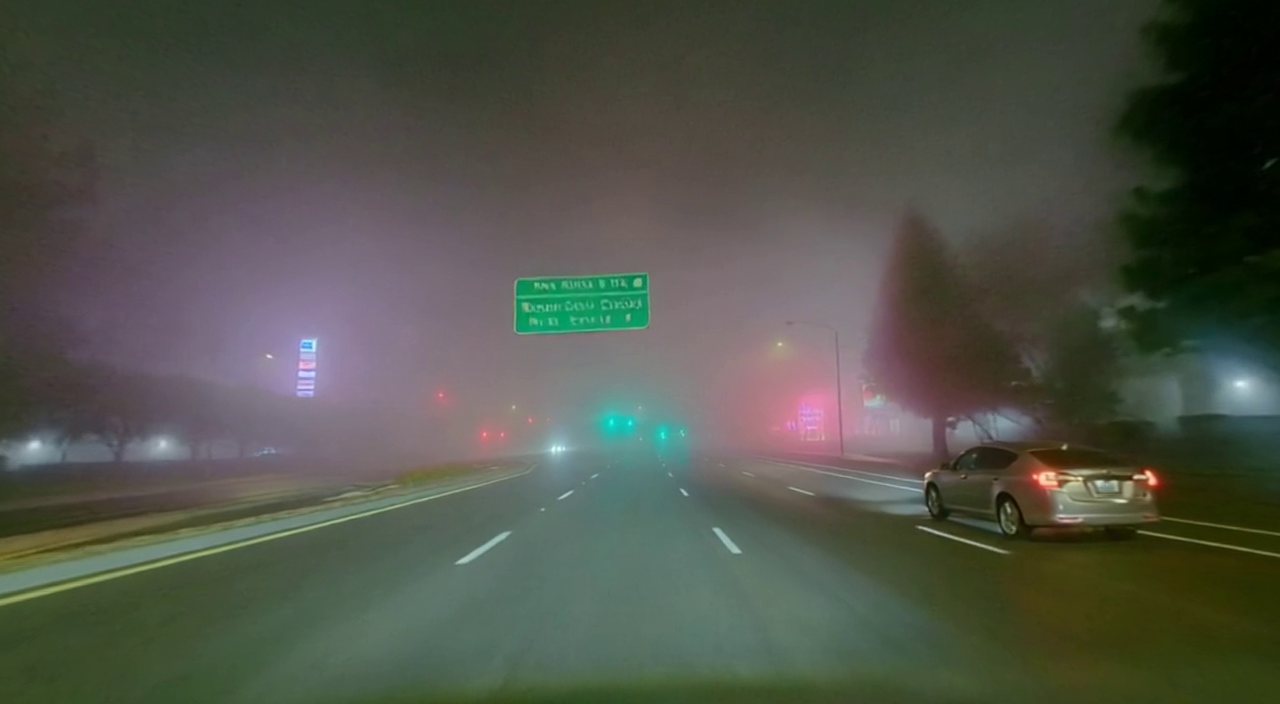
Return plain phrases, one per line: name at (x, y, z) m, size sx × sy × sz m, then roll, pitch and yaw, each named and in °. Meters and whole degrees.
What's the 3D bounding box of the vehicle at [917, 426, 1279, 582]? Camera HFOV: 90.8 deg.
vehicle at (5.760, 1.803, 8.430) m, size 2.070 × 1.491 × 4.575 m, roll 0°, pitch -8°, yaw 1°
